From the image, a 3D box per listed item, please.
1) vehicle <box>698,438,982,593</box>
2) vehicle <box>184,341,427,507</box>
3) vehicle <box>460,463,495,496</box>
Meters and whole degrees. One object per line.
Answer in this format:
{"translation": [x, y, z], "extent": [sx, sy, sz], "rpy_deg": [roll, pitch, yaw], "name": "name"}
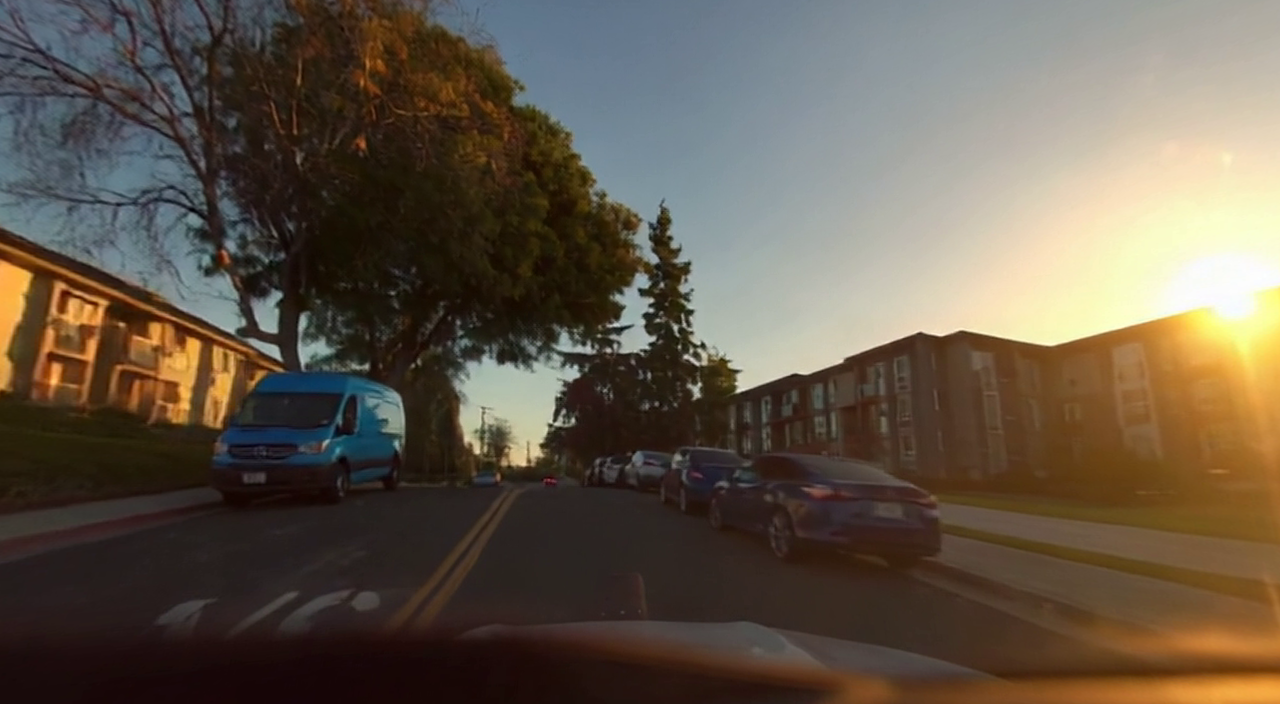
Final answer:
{"translation": [2.147, 1.909, 8.264], "extent": [1.827, 1.436, 4.322], "rpy_deg": [2, -9, -8], "name": "vehicle"}
{"translation": [-6.590, 1.611, 13.797], "extent": [2.546, 2.664, 6.863], "rpy_deg": [0, -8, -9], "name": "vehicle"}
{"translation": [-11.428, 8.938, 44.657], "extent": [2.090, 1.674, 4.457], "rpy_deg": [-2, -4, -10], "name": "vehicle"}
